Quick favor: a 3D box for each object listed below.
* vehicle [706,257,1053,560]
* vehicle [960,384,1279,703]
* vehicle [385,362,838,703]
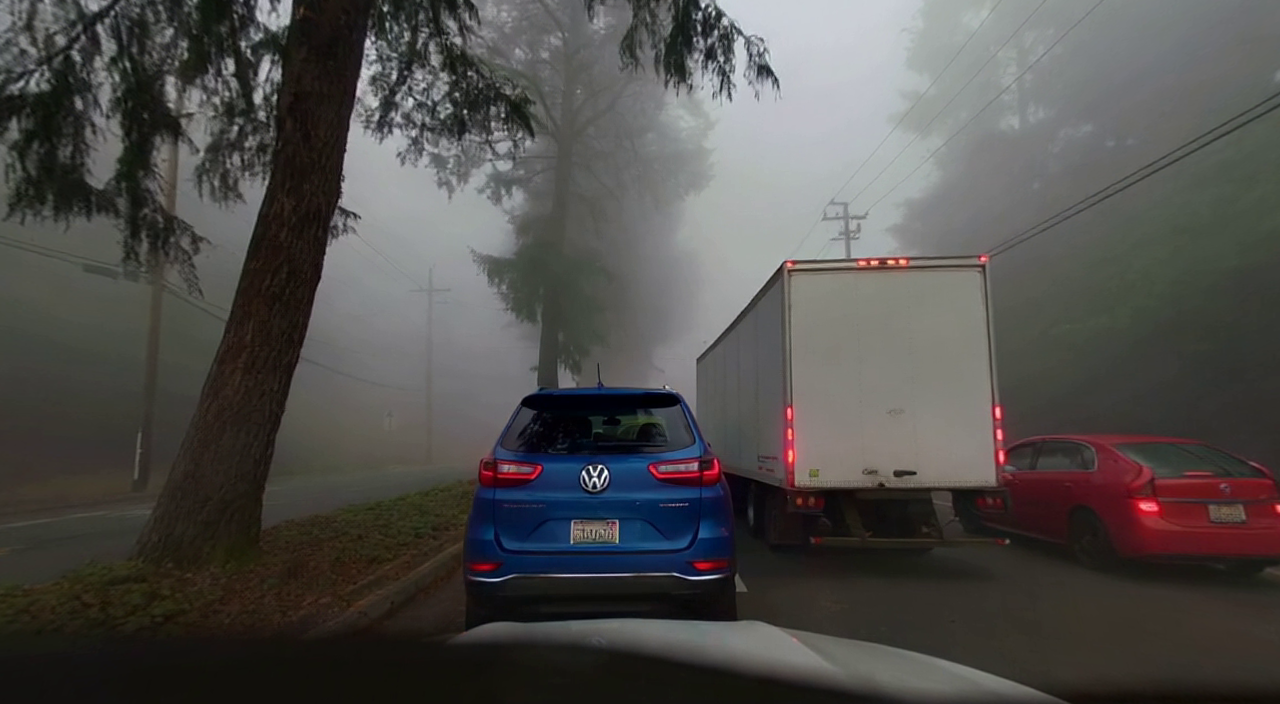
[{"bbox_3d":[3.222,1.249,11.825,2.915,3.559,8.848,0,-8,-1],"label":"vehicle"},{"bbox_3d":[2.827,0.746,1.191,1.971,1.484,4.728,0,-8,0],"label":"vehicle"},{"bbox_3d":[-0.129,1.222,5.137,2.114,1.732,4.230,0,-8,0],"label":"vehicle"}]
